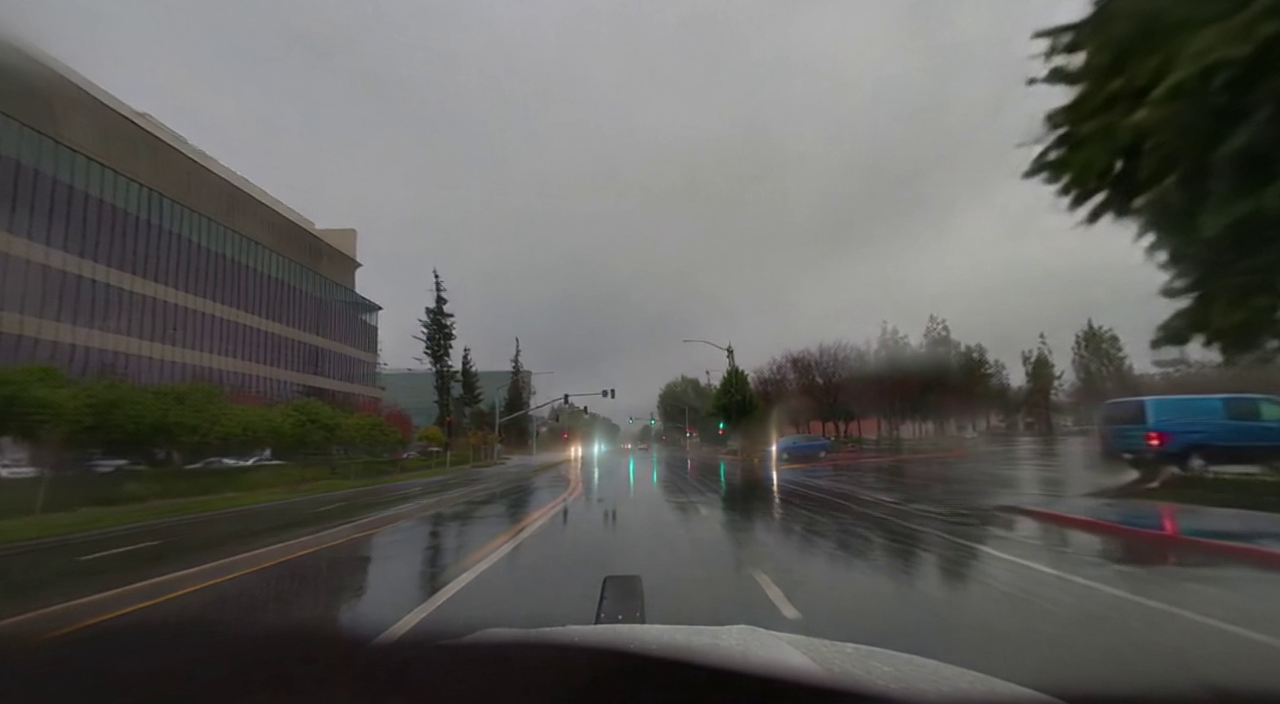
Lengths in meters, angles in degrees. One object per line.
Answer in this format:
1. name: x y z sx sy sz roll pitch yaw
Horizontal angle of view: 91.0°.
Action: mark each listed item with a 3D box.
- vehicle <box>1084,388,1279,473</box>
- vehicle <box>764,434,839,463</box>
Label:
1. vehicle: 15.733 2.144 17.011 5.546 2.117 2.443 0 -9 -1
2. vehicle: 10.609 6.325 41.284 4.635 1.821 2.087 6 -10 -32
